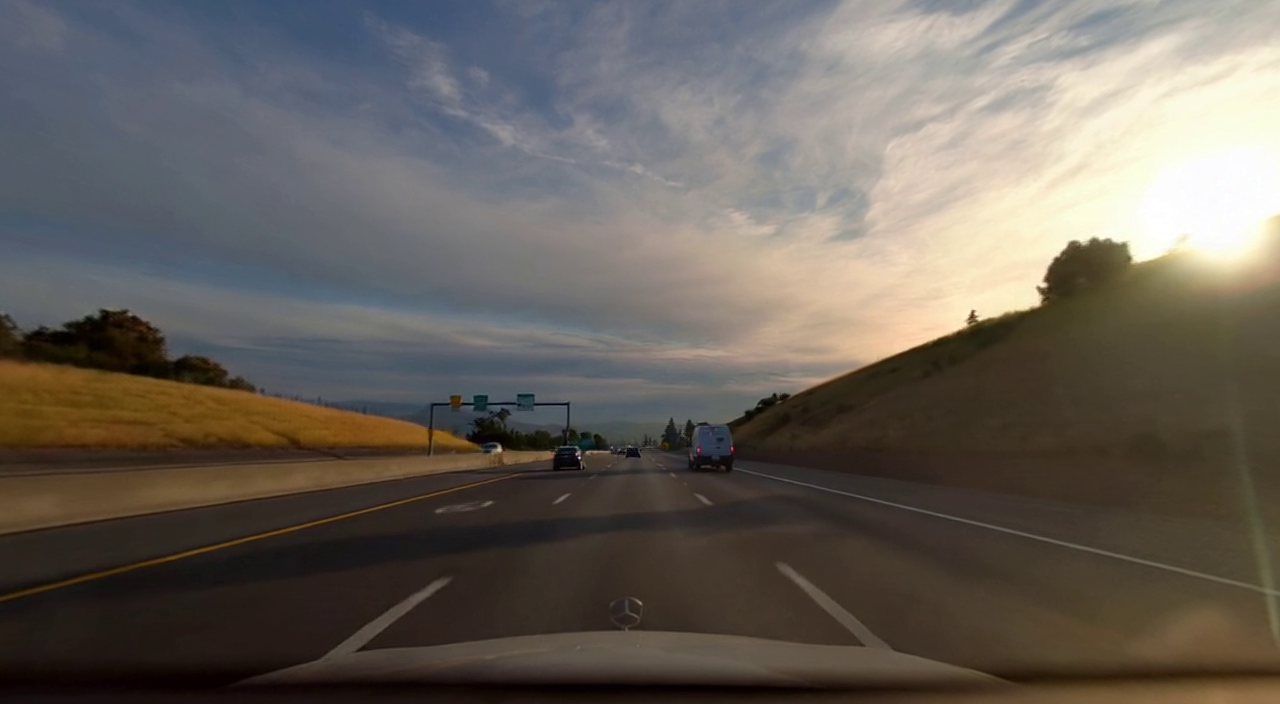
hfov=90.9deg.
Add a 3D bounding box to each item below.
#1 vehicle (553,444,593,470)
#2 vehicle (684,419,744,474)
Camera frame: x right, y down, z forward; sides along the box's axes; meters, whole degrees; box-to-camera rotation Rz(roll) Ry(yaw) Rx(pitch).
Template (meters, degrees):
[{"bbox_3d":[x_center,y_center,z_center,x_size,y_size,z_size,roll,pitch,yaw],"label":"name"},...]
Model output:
[{"bbox_3d":[-4.211,6.667,40.251,2.054,1.529,4.368,0,-9,0],"label":"vehicle"},{"bbox_3d":[3.765,5.013,33.287,2.361,2.636,5.684,0,-9,-2],"label":"vehicle"}]
